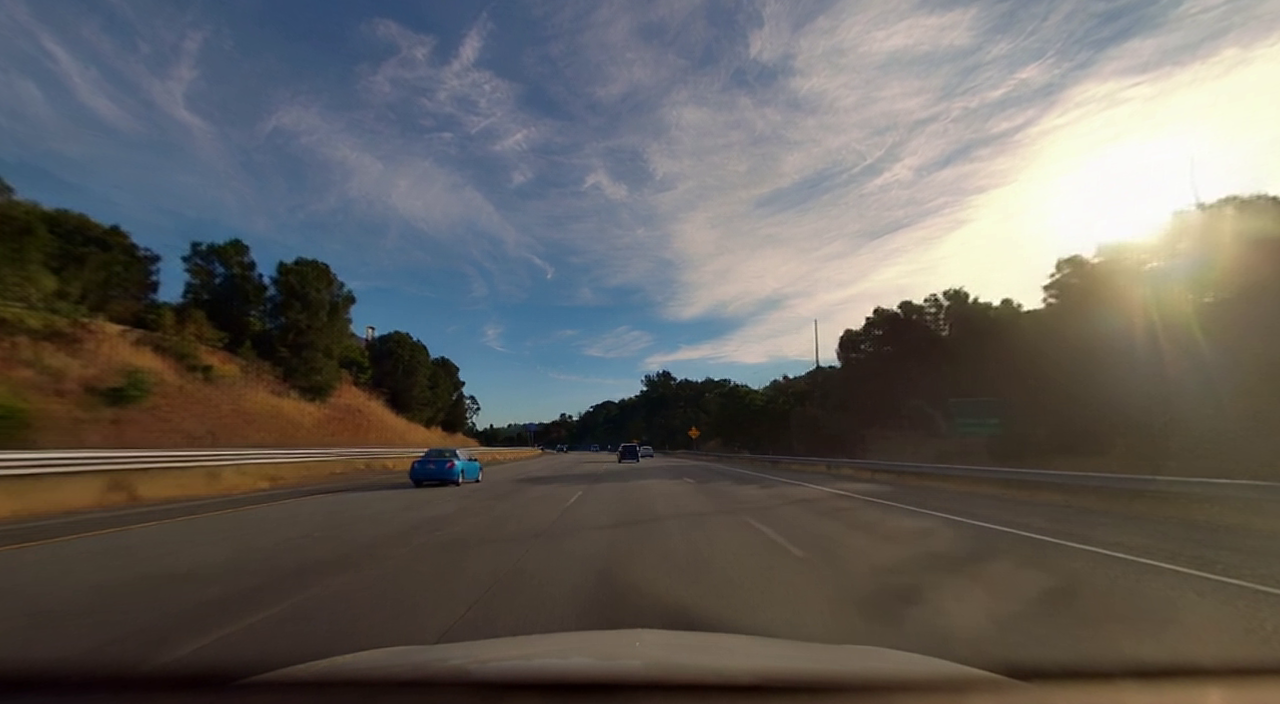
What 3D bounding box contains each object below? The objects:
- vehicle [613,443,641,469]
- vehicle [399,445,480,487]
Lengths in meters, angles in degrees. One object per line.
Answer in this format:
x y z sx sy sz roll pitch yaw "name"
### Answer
-1.044 8.021 48.863 1.990 1.878 4.079 0 -9 -3 "vehicle"
-7.694 4.388 24.677 1.915 1.479 3.843 0 -9 -1 "vehicle"
